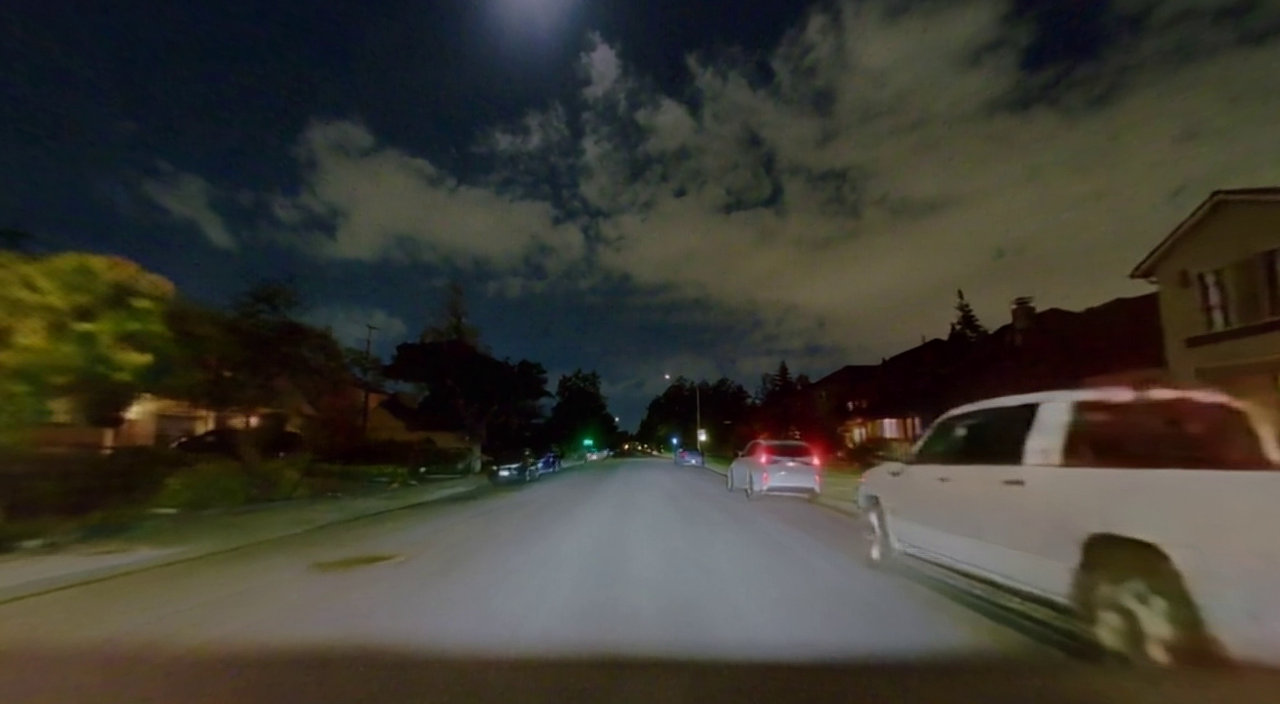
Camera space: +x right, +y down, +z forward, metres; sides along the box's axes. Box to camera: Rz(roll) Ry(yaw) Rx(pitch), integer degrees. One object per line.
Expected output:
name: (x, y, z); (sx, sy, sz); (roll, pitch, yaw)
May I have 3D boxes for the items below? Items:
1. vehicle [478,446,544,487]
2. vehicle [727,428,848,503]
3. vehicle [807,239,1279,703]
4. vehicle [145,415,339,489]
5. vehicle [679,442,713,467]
vehicle: (-5.822, 5.206, 29.031); (2.027, 1.544, 4.959); (-1, -7, 0)
vehicle: (4.135, 3.314, 18.893); (2.311, 1.859, 5.880); (0, -9, 1)
vehicle: (3.835, 1.109, 5.132); (2.952, 2.216, 7.033); (0, -8, 0)
vehicle: (-13.041, 3.273, 20.837); (4.837, 1.897, 2.228); (4, -8, 5)
vehicle: (4.205, 7.759, 47.789); (2.136, 1.794, 4.598); (0, -9, 0)
